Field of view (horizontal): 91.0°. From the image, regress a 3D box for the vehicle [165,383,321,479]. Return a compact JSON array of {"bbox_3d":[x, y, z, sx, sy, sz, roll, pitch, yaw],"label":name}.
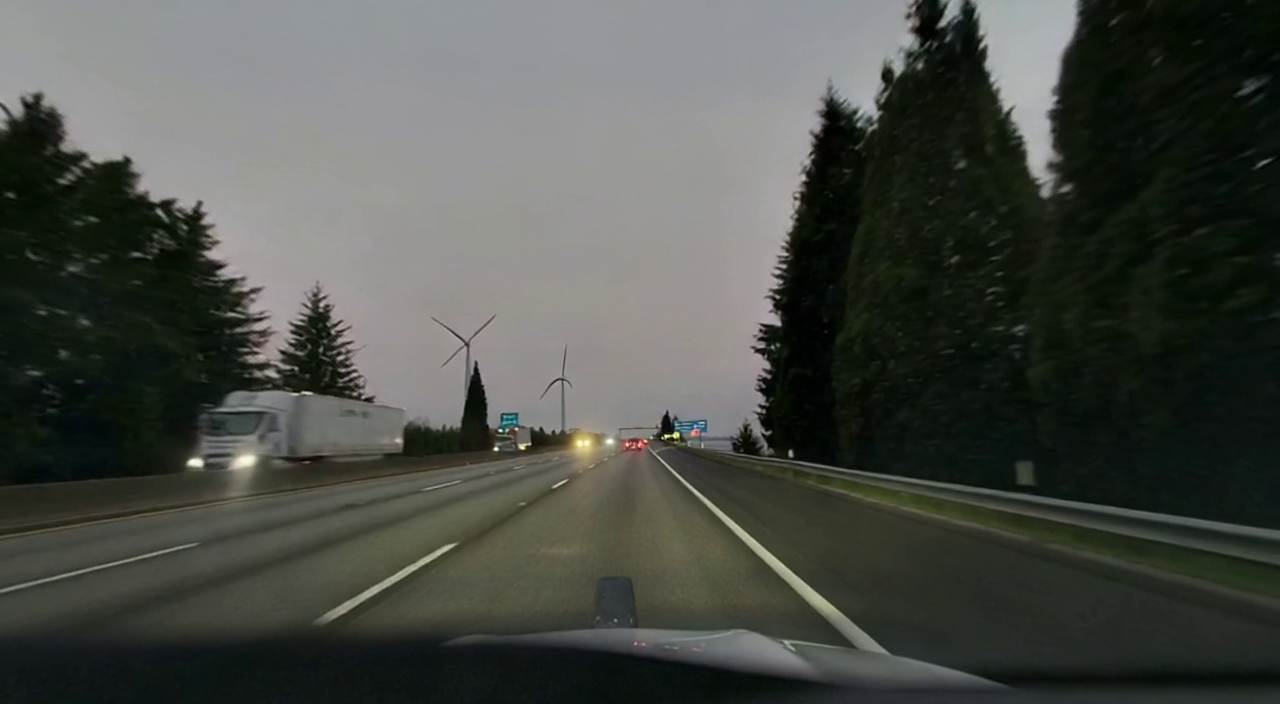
[{"bbox_3d":[-17.283,3.563,28.020,2.995,3.776,5.874,0,-8,-1],"label":"vehicle"}]
